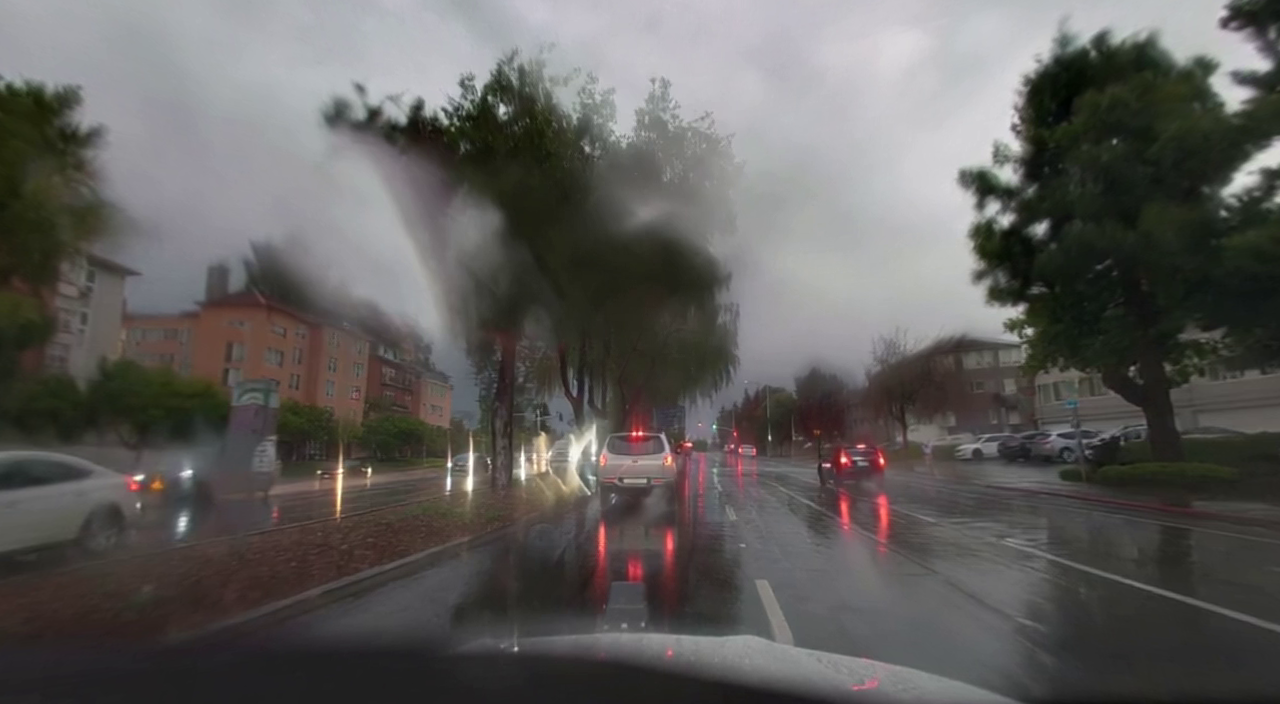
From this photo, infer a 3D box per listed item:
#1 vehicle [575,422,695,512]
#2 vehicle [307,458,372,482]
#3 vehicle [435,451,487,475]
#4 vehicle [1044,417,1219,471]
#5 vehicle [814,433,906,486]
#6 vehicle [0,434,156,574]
[{"bbox_3d":[0.078,2.679,15.127,2.332,1.798,4.546,-1,-8,6],"label":"vehicle"},{"bbox_3d":[-20.709,8.117,43.625,1.824,1.476,4.499,-1,-9,8],"label":"vehicle"},{"bbox_3d":[-11.605,7.216,41.108,1.806,1.417,4.405,-1,-8,5],"label":"vehicle"},{"bbox_3d":[19.051,3.604,24.649,4.783,1.724,2.297,-4,-9,2],"label":"vehicle"},{"bbox_3d":[7.844,3.859,22.902,1.971,1.722,4.341,-1,-8,3],"label":"vehicle"},{"bbox_3d":[-7.859,1.633,6.450,1.854,1.486,4.743,-4,-9,4],"label":"vehicle"}]
